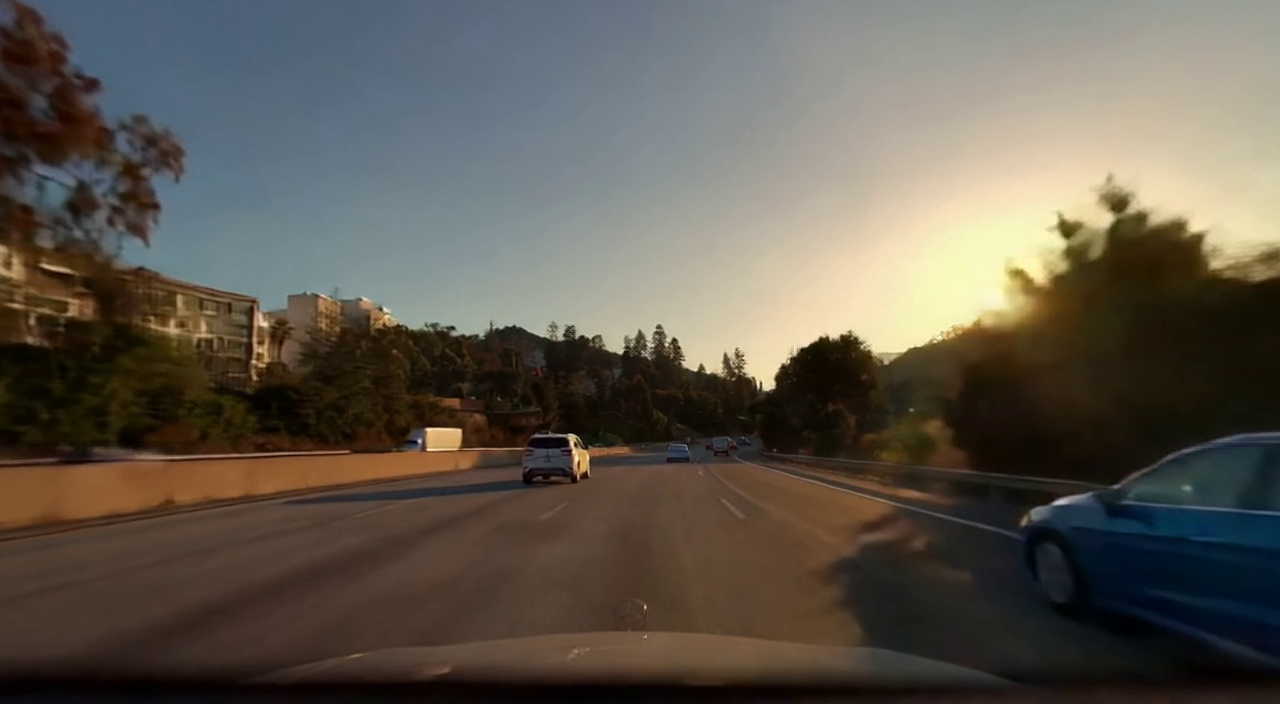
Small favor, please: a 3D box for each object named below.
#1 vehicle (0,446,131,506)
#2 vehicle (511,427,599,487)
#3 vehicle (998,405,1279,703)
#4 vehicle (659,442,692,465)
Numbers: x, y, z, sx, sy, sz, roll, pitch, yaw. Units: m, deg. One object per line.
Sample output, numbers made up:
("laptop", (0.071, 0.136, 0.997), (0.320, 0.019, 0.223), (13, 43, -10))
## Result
("vehicle", (-16.691, 3.345, 17.433), (1.843, 1.446, 3.893), (-1, -8, 2))
("vehicle", (-2.808, 3.616, 22.081), (2.185, 1.823, 4.854), (-1, -8, 3))
("vehicle", (4.080, 0.998, 2.980), (2.131, 1.497, 4.456), (0, -8, 0))
("vehicle", (2.510, 7.053, 44.006), (2.158, 1.458, 3.656), (-1, -8, 4))
